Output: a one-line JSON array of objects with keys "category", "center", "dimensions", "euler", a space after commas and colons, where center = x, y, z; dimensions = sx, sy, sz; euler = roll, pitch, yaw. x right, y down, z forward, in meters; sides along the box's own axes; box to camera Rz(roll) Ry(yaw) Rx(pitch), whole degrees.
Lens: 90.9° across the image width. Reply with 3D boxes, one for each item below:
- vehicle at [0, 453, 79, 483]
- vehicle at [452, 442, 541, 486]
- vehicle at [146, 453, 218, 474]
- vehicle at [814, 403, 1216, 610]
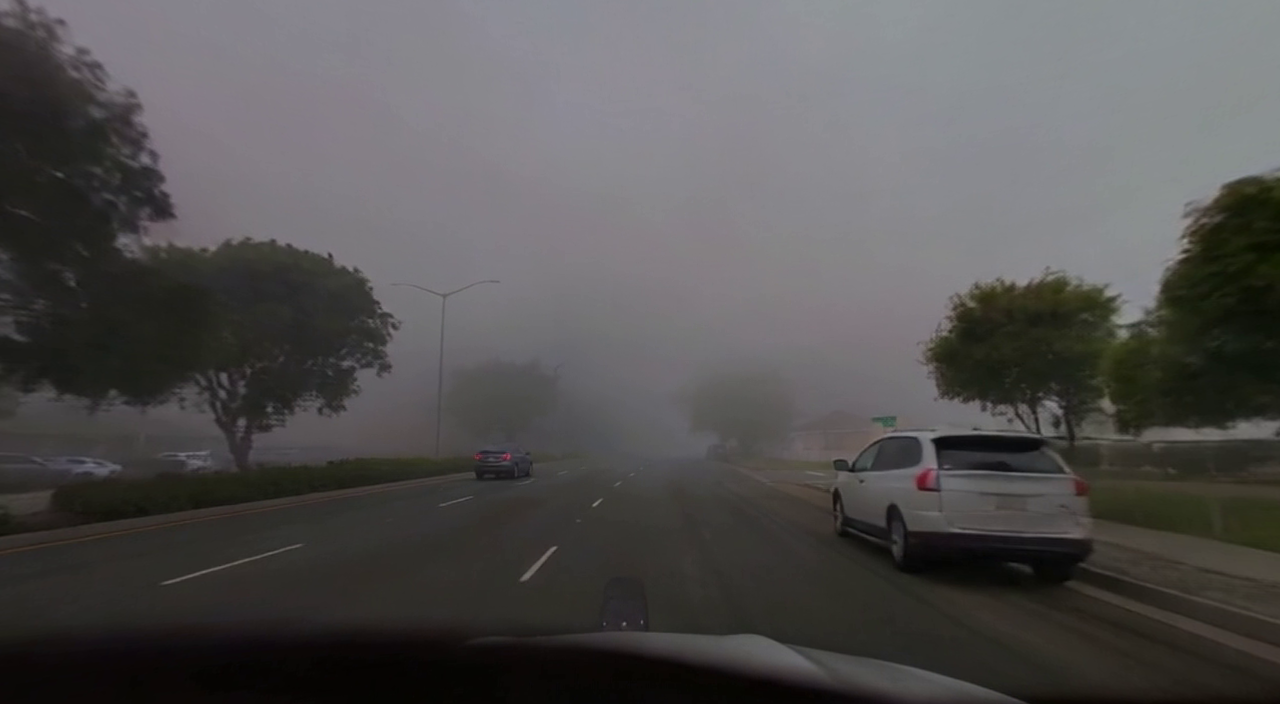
[{"category": "vehicle", "center": [-30.499, 5.614, 30.611], "dimensions": [4.390, 1.387, 1.936], "euler": [1, -9, -8]}, {"category": "vehicle", "center": [-5.210, 4.130, 23.586], "dimensions": [2.060, 1.473, 4.645], "euler": [0, -8, 2]}, {"category": "vehicle", "center": [-34.194, 8.334, 47.162], "dimensions": [3.856, 1.439, 1.884], "euler": [2, -9, -12]}, {"category": "vehicle", "center": [3.772, 1.633, 7.666], "dimensions": [2.064, 1.697, 4.718], "euler": [0, -8, 2]}]
